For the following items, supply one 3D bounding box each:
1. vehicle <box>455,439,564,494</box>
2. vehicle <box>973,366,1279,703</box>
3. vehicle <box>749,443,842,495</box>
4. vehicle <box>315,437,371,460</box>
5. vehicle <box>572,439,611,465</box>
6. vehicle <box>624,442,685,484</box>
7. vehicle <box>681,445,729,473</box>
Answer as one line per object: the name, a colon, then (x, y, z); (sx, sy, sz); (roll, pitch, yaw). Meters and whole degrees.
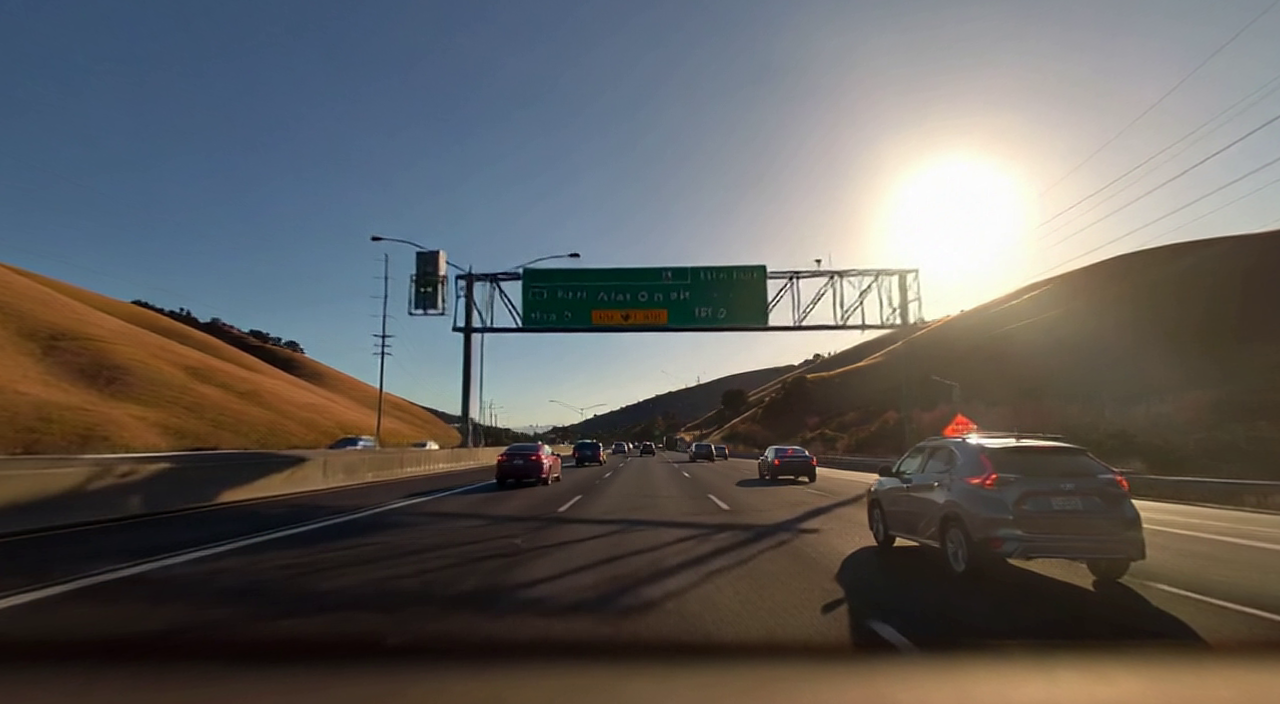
vehicle: (-3.698, 3.343, 18.774); (2.232, 1.438, 4.163); (-1, -8, 2)
vehicle: (3.851, 0.924, 2.965); (2.018, 1.670, 4.658); (0, -8, 0)
vehicle: (4.857, 3.691, 20.329); (1.867, 1.465, 4.093); (0, -8, -1)
vehicle: (-21.244, 6.915, 45.306); (1.976, 1.559, 3.997); (-1, -8, 2)
vehicle: (-3.275, 6.897, 43.537); (2.234, 1.675, 4.527); (-1, -8, 1)
vehicle: (0.537, 4.268, 24.606); (2.138, 1.473, 4.392); (0, -8, 1)
vehicle: (3.544, 5.953, 35.313); (2.177, 1.453, 4.205); (0, -8, -1)
